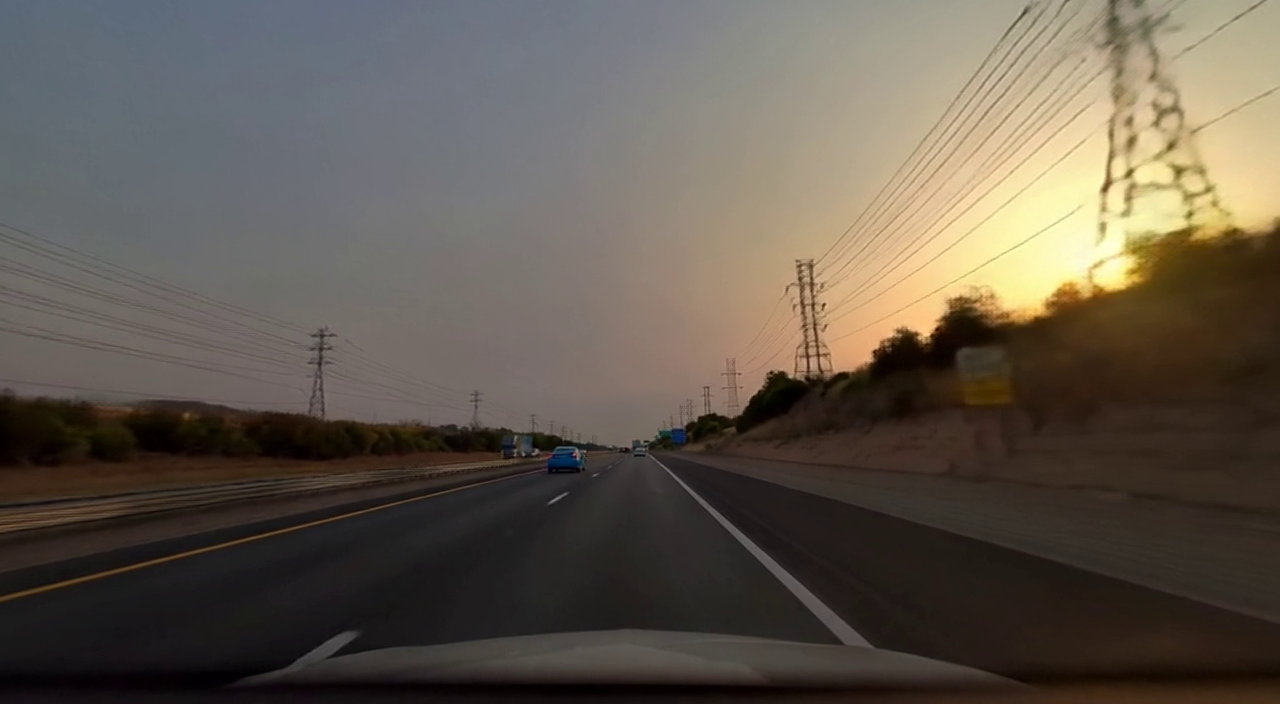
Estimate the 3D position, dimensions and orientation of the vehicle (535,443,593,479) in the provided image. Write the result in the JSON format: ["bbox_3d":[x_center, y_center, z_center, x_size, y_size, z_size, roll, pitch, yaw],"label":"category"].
[{"bbox_3d":[-3.512,5.146,29.897,2.106,1.543,4.465,0,-9,1],"label":"vehicle"}]
